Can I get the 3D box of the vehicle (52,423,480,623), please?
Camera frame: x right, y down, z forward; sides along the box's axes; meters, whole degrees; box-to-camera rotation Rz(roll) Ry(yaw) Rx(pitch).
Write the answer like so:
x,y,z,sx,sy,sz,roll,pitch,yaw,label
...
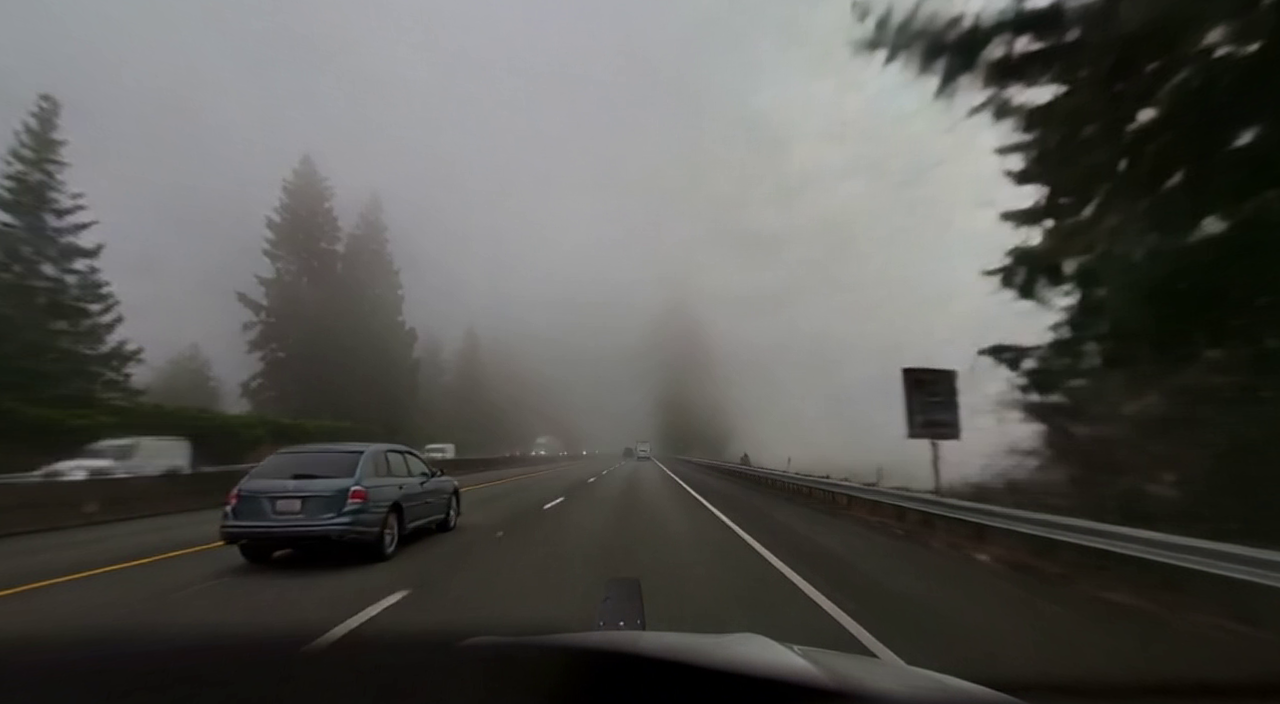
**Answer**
x,y,z,sx,sy,sz,roll,pitch,yaw,label
-3.441,1.668,7.160,1.969,1.505,4.636,0,-9,1,vehicle
